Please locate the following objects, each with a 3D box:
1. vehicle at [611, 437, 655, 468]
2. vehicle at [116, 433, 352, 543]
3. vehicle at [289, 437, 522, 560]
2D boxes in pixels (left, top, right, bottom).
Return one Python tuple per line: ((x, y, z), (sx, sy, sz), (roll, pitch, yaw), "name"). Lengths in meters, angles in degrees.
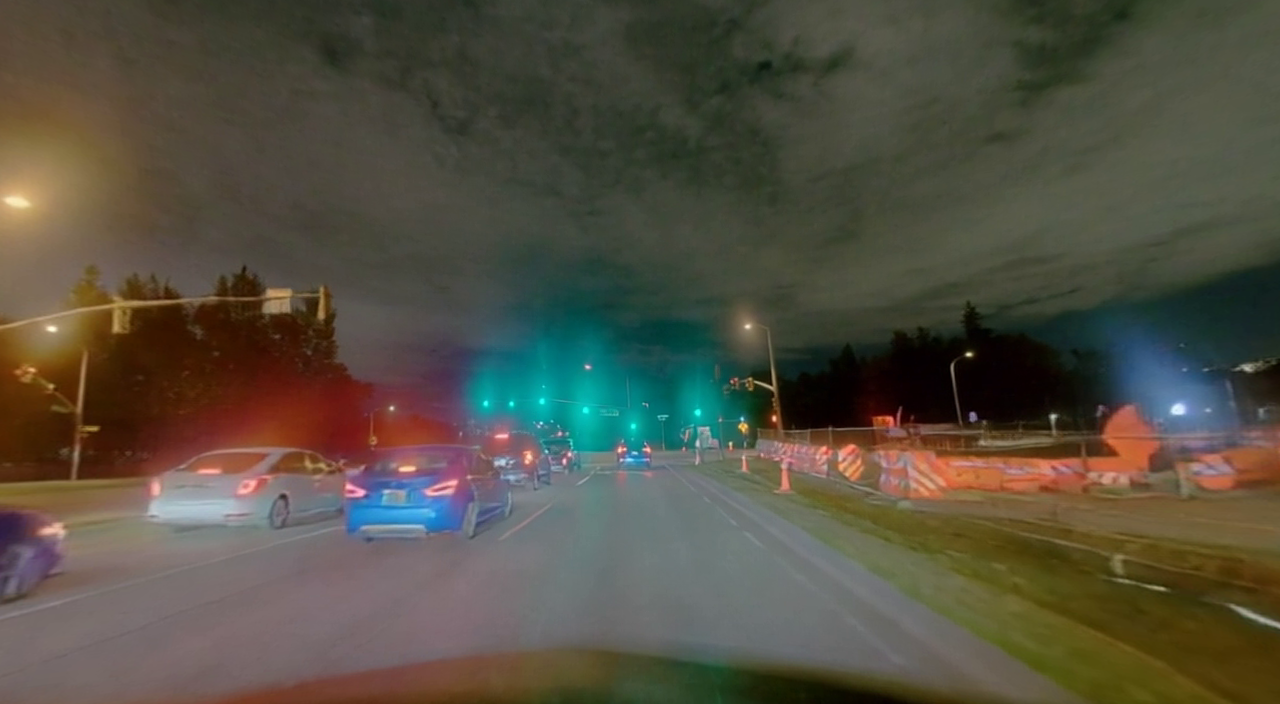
((-0.388, 5.330, 33.485), (2.183, 1.506, 4.286), (0, -9, -1), "vehicle")
((-7.919, 2.640, 12.967), (1.949, 1.697, 4.406), (-4, -9, 0), "vehicle")
((-3.283, 2.118, 9.901), (2.042, 1.441, 4.172), (-1, -9, 0), "vehicle")
